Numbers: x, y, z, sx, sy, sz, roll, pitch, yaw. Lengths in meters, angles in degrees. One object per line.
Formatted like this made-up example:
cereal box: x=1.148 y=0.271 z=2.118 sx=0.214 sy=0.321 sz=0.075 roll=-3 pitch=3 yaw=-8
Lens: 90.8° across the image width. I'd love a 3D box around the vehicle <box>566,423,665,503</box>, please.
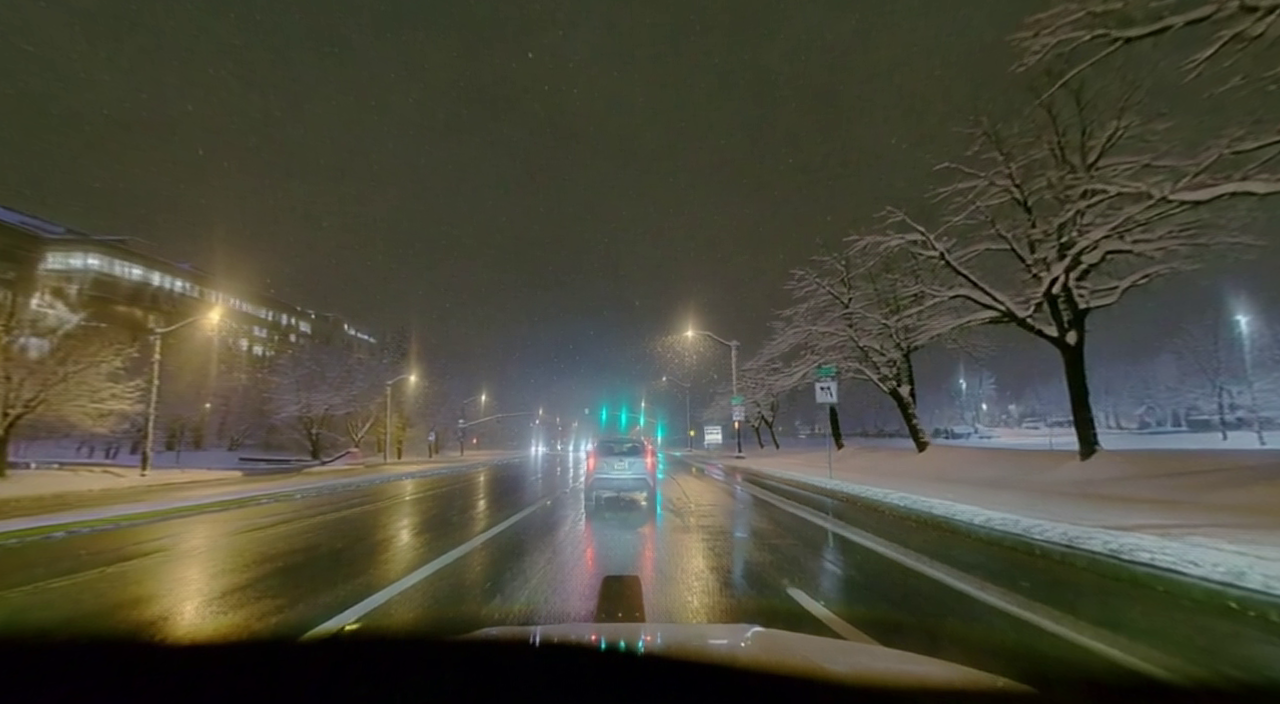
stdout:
vehicle: x=-0.528 y=2.707 z=15.705 sx=2.130 sy=1.711 sz=4.038 roll=0 pitch=-9 yaw=0
